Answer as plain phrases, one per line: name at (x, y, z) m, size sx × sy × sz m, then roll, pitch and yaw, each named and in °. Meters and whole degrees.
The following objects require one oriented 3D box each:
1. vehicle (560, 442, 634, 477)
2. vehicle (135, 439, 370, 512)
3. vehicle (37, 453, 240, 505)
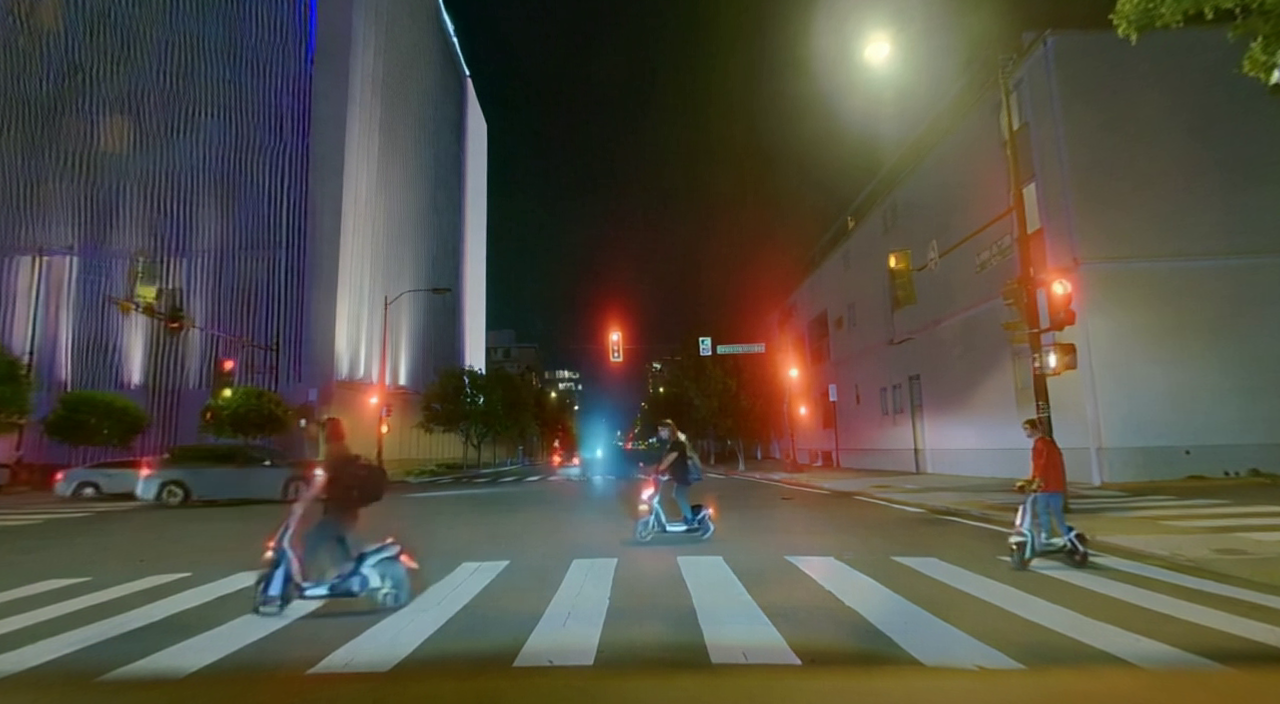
vehicle at (-2.078, 5.414, 32.126) m, size 2.051 × 1.616 × 4.641 m, roll -3°, pitch -9°, yaw 20°
vehicle at (-10.016, 3.200, 16.824) m, size 4.802 × 1.724 × 2.122 m, roll 2°, pitch -9°, yaw -13°
vehicle at (-15.635, 3.949, 19.985) m, size 4.485 × 1.463 × 2.075 m, roll 1°, pitch -9°, yaw -9°
